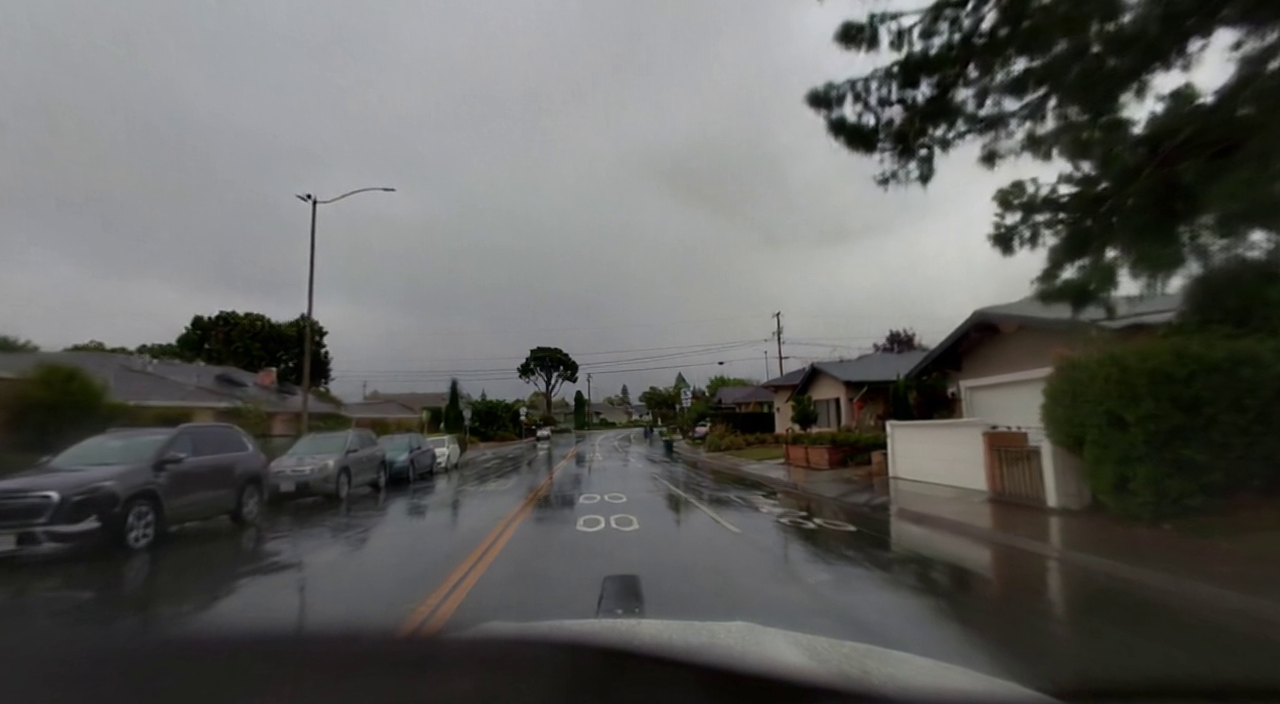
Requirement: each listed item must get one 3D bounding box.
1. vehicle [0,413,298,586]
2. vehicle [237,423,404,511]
[{"bbox_3d":[-6.826,1.808,8.682,2.147,1.780,4.165,0,-8,-5],"label":"vehicle"},{"bbox_3d":[-7.327,2.637,15.064,1.865,1.750,4.507,0,-8,-4],"label":"vehicle"}]
